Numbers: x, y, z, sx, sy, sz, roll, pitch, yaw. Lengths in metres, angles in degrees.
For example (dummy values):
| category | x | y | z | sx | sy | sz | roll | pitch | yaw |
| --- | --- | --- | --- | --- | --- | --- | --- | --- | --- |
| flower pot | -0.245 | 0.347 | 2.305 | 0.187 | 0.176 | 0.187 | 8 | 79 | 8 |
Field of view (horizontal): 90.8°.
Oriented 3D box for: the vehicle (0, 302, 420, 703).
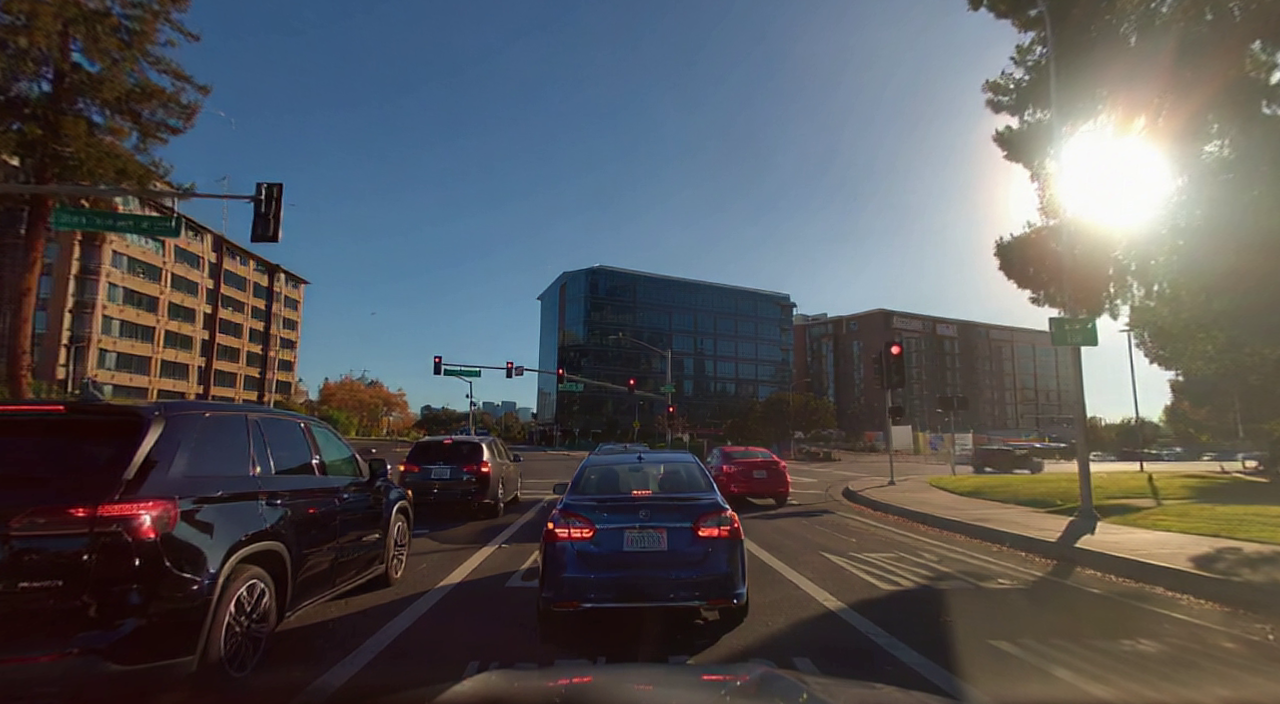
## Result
| category | x | y | z | sx | sy | sz | roll | pitch | yaw |
| --- | --- | --- | --- | --- | --- | --- | --- | --- | --- |
| vehicle | -3.139 | 1.012 | 4.141 | 1.924 | 1.737 | 4.387 | 0 | -8 | -2 |

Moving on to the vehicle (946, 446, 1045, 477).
| category | x | y | z | sx | sy | sz | roll | pitch | yaw |
| --- | --- | --- | --- | --- | --- | --- | --- | --- | --- |
| vehicle | 22.310 | 6.862 | 39.784 | 4.874 | 1.854 | 2.230 | 0 | -9 | -3 |

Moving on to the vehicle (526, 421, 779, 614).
| category | x | y | z | sx | sy | sz | roll | pitch | yaw |
| --- | --- | --- | --- | --- | --- | --- | --- | --- | --- |
| vehicle | -0.060 | 1.628 | 7.267 | 2.001 | 1.483 | 4.442 | 0 | -8 | -4 |

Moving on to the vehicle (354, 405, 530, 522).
| category | x | y | z | sx | sy | sz | roll | pitch | yaw |
| --- | --- | --- | --- | --- | --- | --- | --- | --- | --- |
| vehicle | -3.880 | 2.315 | 13.695 | 2.305 | 1.984 | 5.586 | 0 | -8 | -3 |
